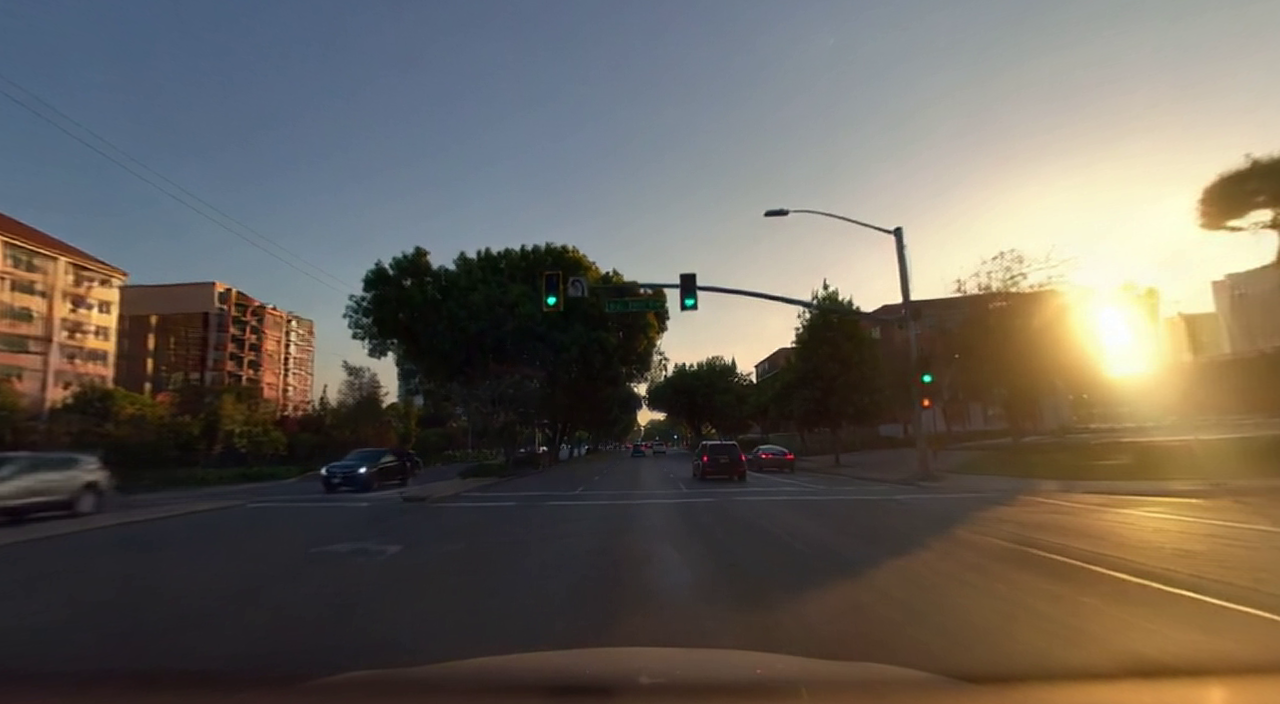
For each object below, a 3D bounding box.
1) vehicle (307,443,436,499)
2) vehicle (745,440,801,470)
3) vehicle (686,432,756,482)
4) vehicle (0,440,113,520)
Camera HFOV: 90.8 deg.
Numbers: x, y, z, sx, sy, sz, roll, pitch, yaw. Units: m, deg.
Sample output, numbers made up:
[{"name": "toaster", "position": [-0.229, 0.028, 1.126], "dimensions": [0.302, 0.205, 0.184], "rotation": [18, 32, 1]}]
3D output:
[{"name": "vehicle", "position": [-7.967, 3.536, 19.313], "dimensions": [1.963, 1.472, 4.584], "rotation": [0, -8, -1]}, {"name": "vehicle", "position": [7.125, 5.571, 34.460], "dimensions": [2.007, 1.491, 4.815], "rotation": [0, -8, 0]}, {"name": "vehicle", "position": [3.102, 4.120, 25.089], "dimensions": [2.069, 1.761, 4.610], "rotation": [0, -8, -1]}, {"name": "vehicle", "position": [-15.440, 2.970, 14.871], "dimensions": [2.021, 1.786, 4.624], "rotation": [0, -8, 0]}]
